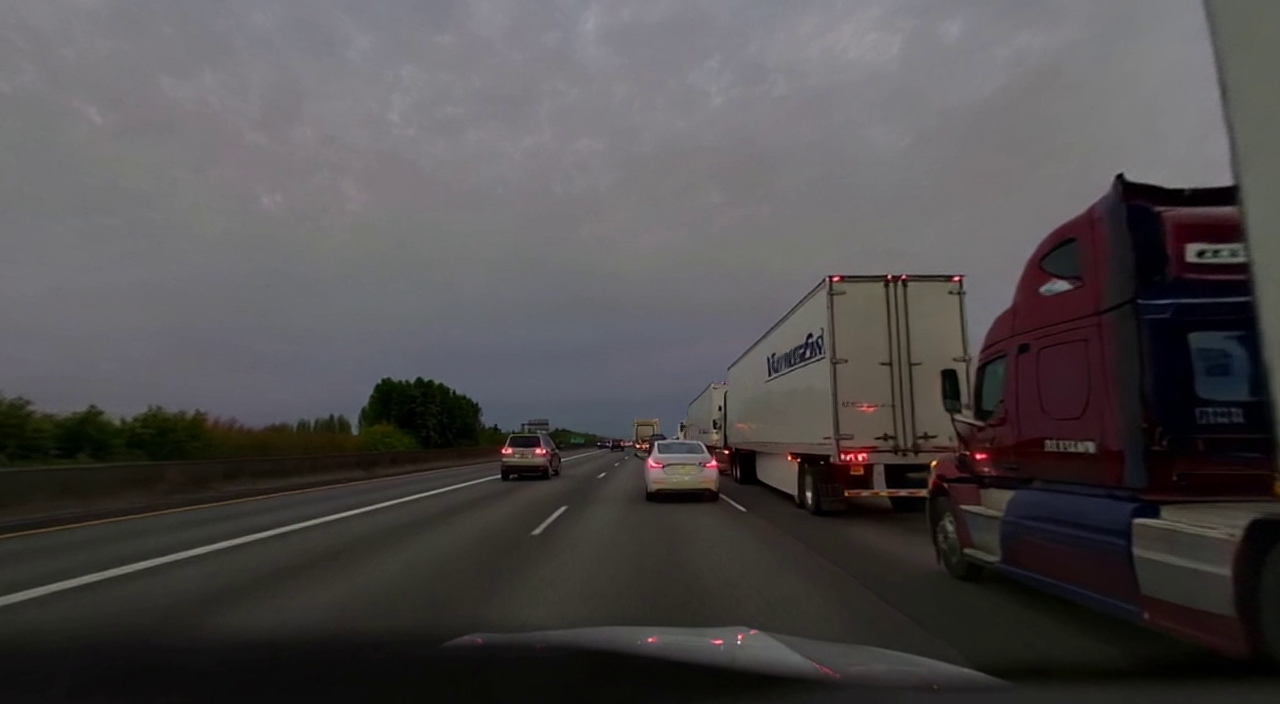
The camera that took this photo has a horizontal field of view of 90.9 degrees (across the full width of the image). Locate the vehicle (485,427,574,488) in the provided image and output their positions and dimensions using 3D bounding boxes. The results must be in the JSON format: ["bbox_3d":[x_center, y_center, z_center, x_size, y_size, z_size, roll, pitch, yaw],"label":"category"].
[{"bbox_3d":[-3.401,3.316,20.325,2.006,1.729,4.447,0,-8,1],"label":"vehicle"}]

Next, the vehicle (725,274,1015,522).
[{"bbox_3d":[4.693,1.670,17.542,2.883,4.070,14.423,0,-8,1],"label":"vehicle"}]

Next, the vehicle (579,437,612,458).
[{"bbox_3d":[-3.439,7.533,49.836,2.181,1.538,4.169,0,-8,1],"label":"vehicle"}]

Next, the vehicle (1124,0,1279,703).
[{"bbox_3d":[4.499,-0.565,0.659,2.981,3.988,6.053,0,-8,0],"label":"vehicle"}]

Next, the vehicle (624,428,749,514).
[{"bbox_3d":[0.809,2.395,13.285,2.200,1.495,4.282,0,-8,0],"label":"vehicle"}]
